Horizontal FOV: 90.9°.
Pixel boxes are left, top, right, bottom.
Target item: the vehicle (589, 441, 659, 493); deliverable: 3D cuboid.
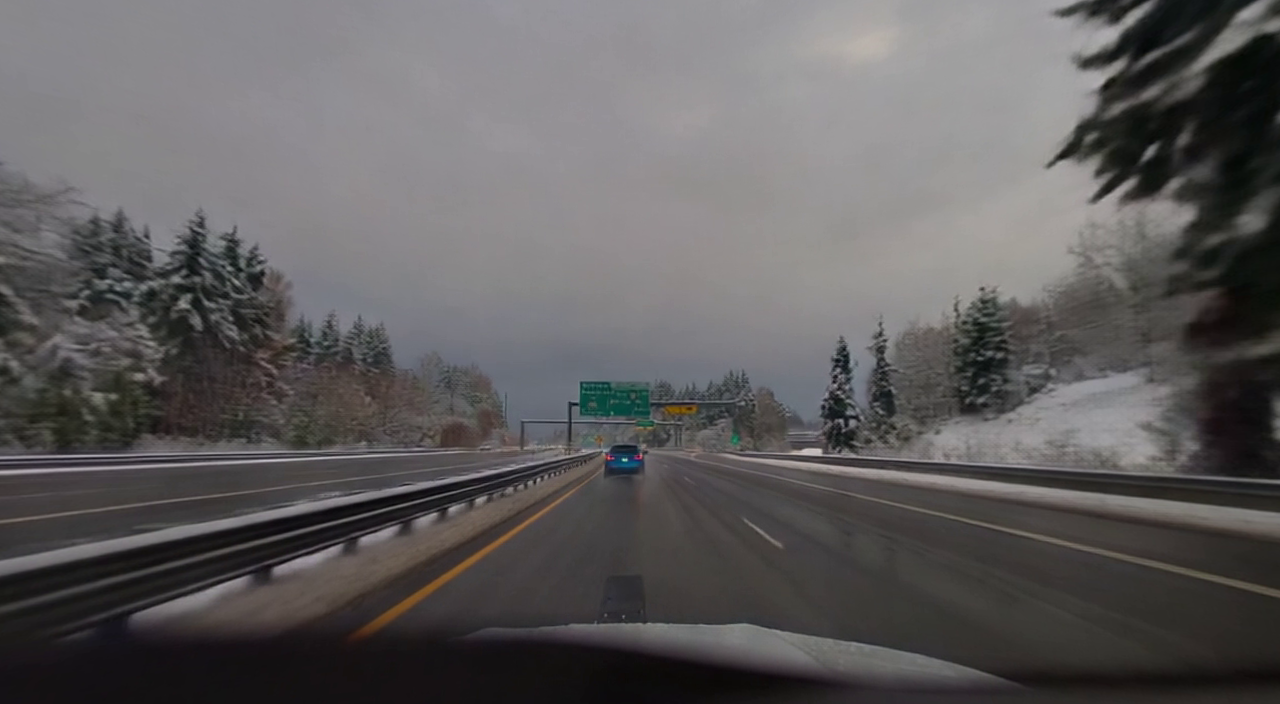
[{"bbox_3d":[-0.485,3.708,20.756,2.069,1.523,4.012,0,-9,0],"label":"vehicle"}]
